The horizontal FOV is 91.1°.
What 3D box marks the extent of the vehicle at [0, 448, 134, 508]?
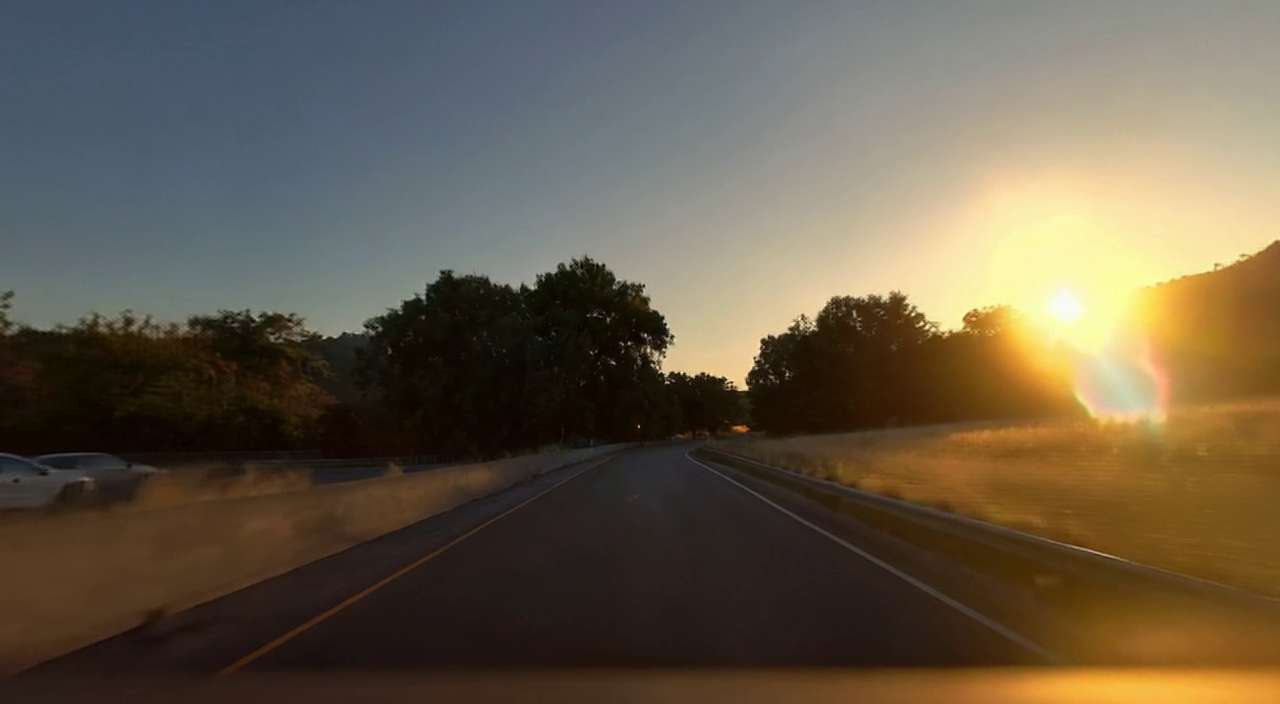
[{"bbox_3d":[-18.202,3.724,19.028,1.880,1.509,4.775,0,-8,-1],"label":"vehicle"}]
